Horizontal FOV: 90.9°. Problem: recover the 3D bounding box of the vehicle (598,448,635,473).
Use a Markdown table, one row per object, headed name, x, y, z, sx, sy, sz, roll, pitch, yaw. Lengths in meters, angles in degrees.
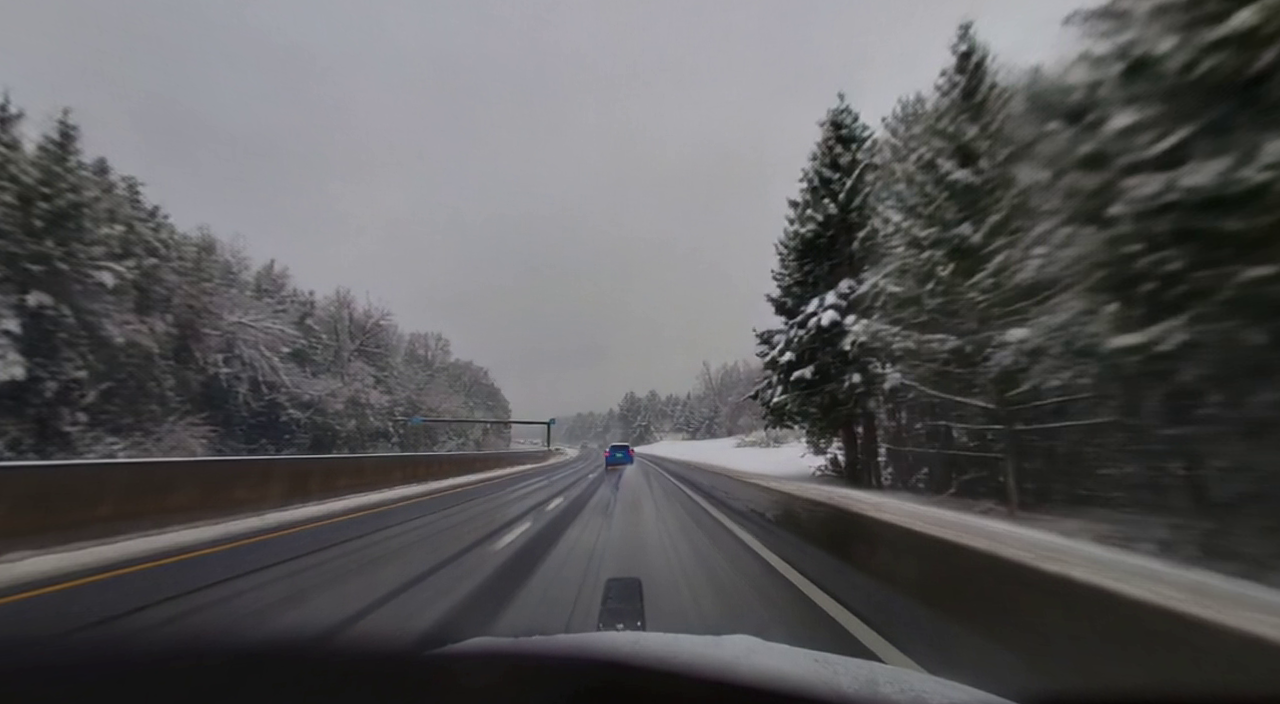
| name | x | y | z | sx | sy | sz | roll | pitch | yaw |
| --- | --- | --- | --- | --- | --- | --- | --- | --- | --- |
| vehicle | -1.380 | 6.543 | 38.309 | 2.126 | 1.411 | 4.433 | 0 | -9 | 0 |
